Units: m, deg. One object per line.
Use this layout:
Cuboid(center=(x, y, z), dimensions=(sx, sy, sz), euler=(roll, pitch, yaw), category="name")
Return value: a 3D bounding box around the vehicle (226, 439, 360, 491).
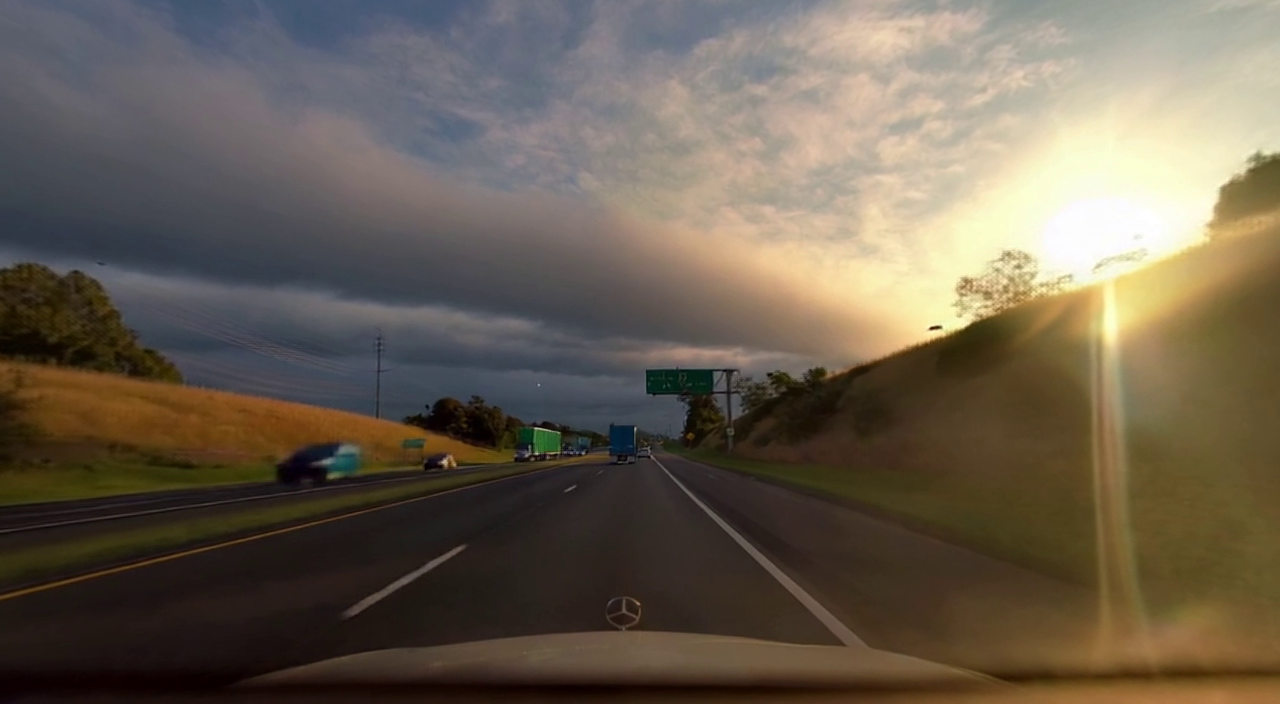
Cuboid(center=(-12.166, 3.988, 22.581), dimensions=(2.111, 1.612, 4.711), euler=(0, -9, 0), category="vehicle")
